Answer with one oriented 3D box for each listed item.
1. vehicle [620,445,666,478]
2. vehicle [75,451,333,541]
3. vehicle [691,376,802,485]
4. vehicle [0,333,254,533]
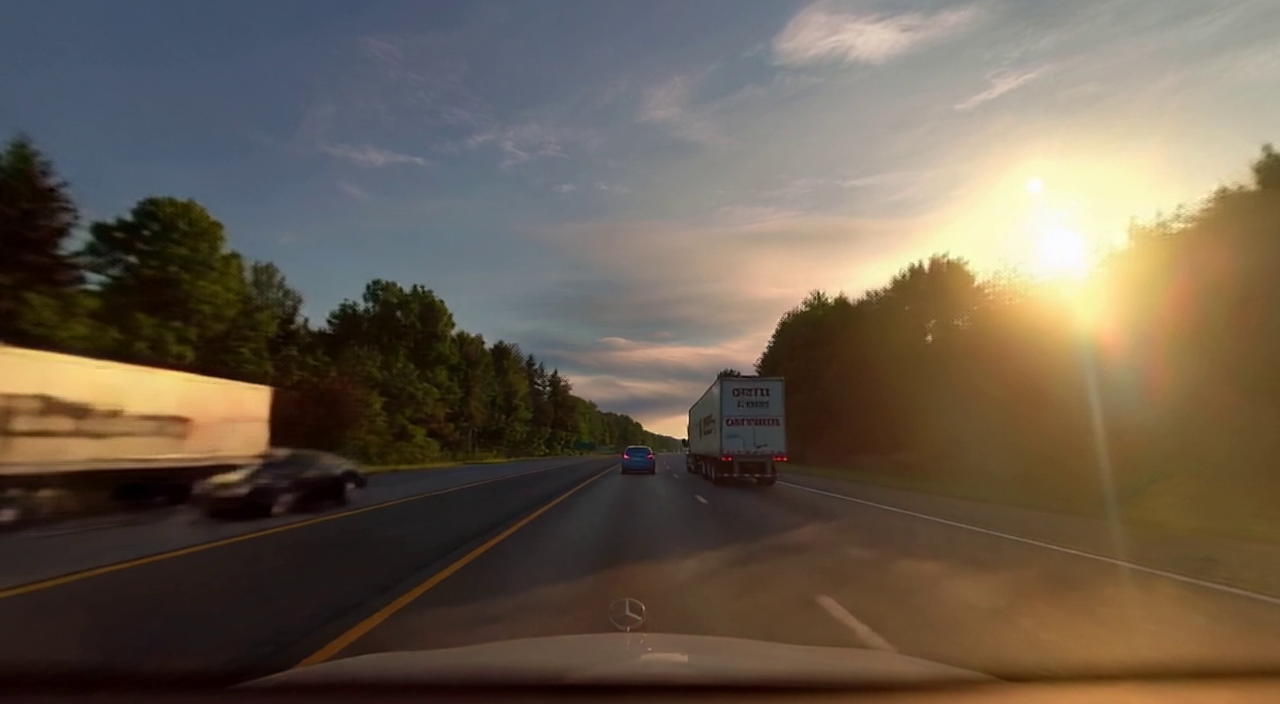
[{"bbox_3d":[0.139,5.210,30.204,2.074,1.475,3.960,0,-9,0],"label":"vehicle"},{"bbox_3d":[-8.599,2.827,13.140,1.975,1.514,4.708,0,-9,0],"label":"vehicle"},{"bbox_3d":[4.572,4.059,30.905,2.909,4.074,14.457,0,-9,0],"label":"vehicle"},{"bbox_3d":[-13.634,1.851,13.964,3.135,3.736,10.955,0,-9,0],"label":"vehicle"}]
